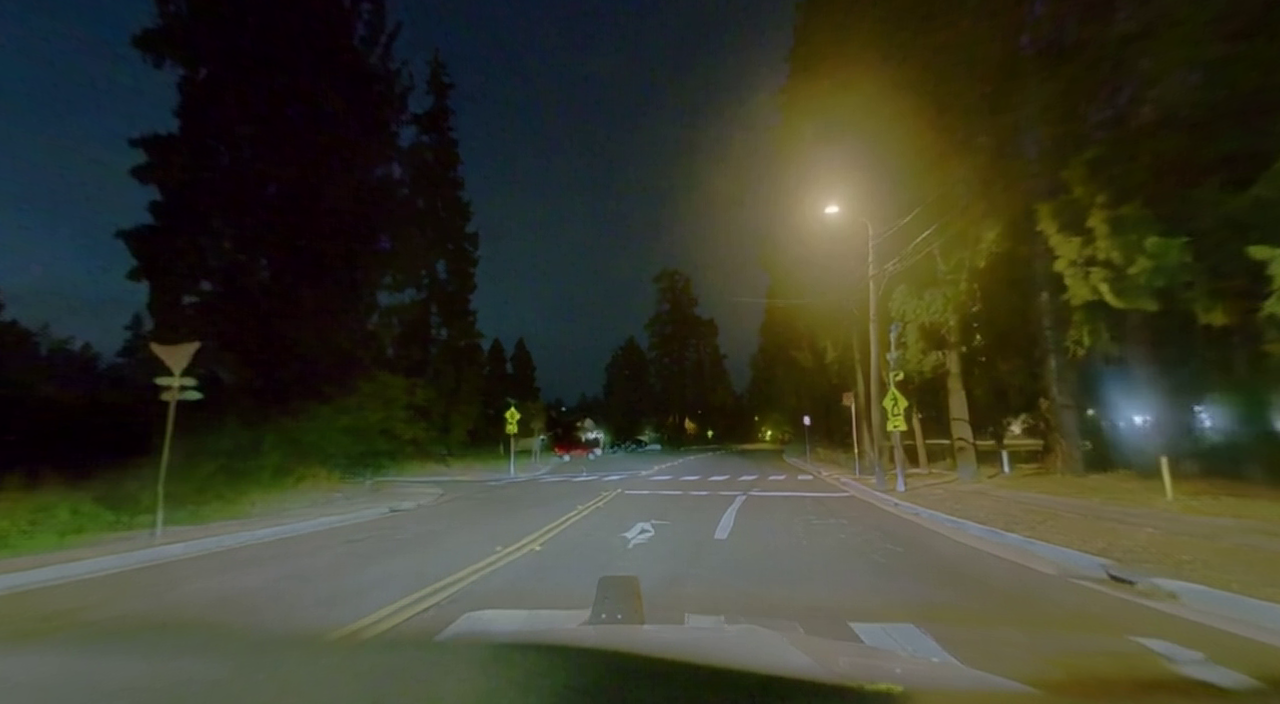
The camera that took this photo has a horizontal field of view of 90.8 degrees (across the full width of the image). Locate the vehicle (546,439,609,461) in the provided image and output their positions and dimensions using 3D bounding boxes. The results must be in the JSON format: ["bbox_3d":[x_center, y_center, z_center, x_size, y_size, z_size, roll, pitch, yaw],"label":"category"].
[{"bbox_3d":[-4.772,7.486,48.300,4.377,1.596,1.836,-3,-9,19],"label":"vehicle"}]
